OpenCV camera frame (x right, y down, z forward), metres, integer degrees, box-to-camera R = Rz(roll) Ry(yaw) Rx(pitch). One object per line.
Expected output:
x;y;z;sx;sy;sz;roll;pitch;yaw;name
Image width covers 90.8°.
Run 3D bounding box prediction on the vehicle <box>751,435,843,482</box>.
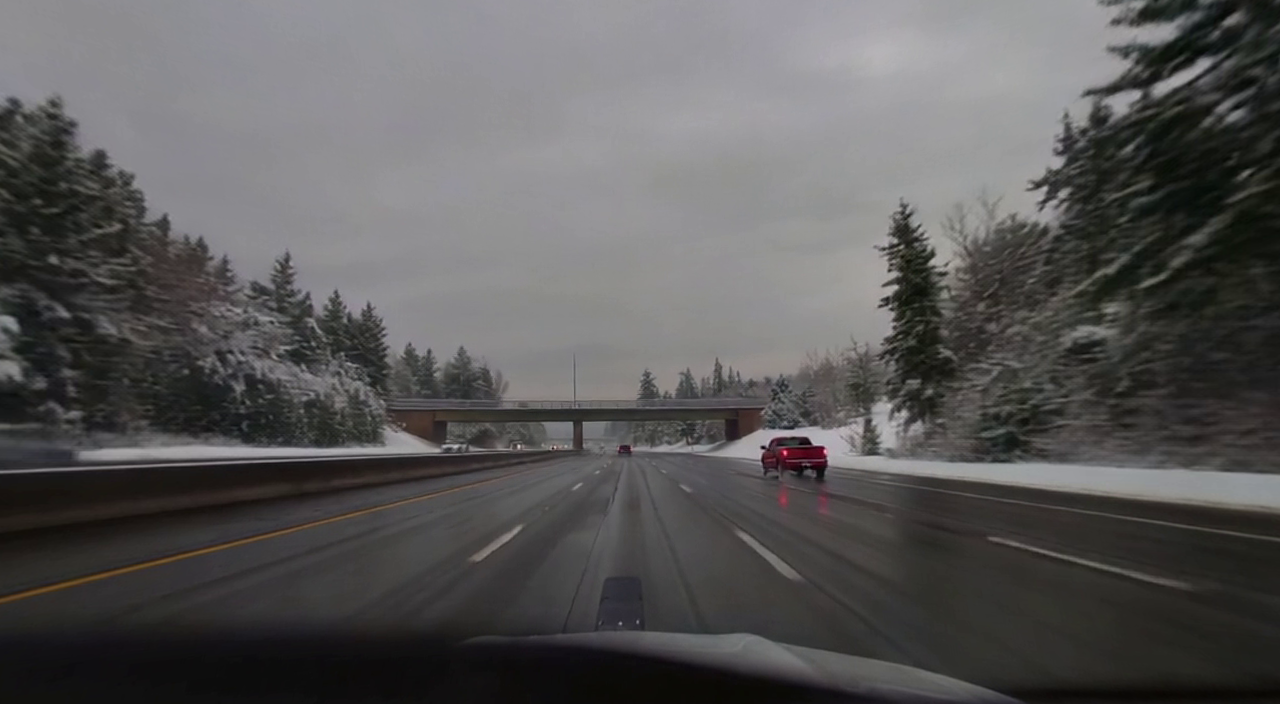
6.747;4.688;28.015;2.395;1.819;6.086;0;-9;-1;vehicle
